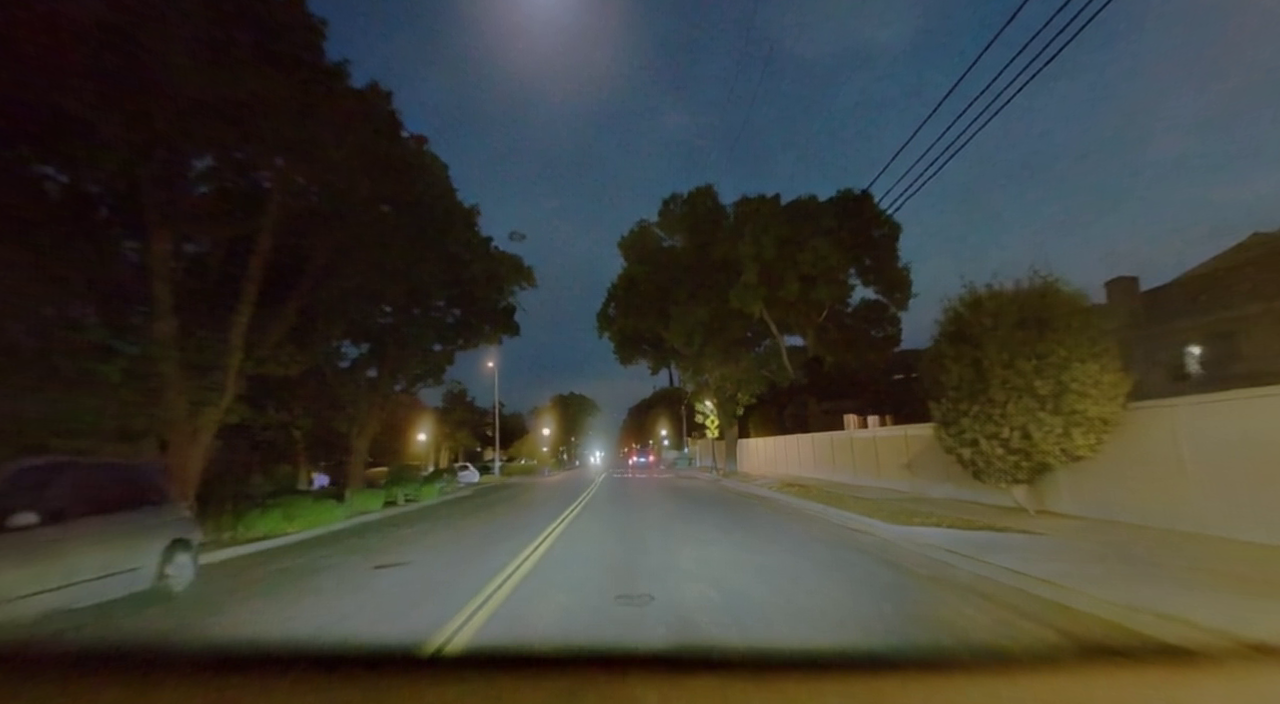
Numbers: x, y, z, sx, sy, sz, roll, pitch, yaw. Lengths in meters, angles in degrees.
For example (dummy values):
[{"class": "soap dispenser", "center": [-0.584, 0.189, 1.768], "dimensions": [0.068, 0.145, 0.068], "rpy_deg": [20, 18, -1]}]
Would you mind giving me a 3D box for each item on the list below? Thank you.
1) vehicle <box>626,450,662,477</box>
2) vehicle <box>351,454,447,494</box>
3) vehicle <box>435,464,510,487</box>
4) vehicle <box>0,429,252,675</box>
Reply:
[{"class": "vehicle", "center": [0.158, 6.695, 38.151], "dimensions": [2.022, 1.481, 4.050], "rpy_deg": [0, -9, -2]}, {"class": "vehicle", "center": [-16.508, 8.356, 43.457], "dimensions": [5.586, 2.532, 2.444], "rpy_deg": [-2, -9, 9]}, {"class": "vehicle", "center": [-11.918, 8.800, 45.080], "dimensions": [4.676, 1.484, 2.068], "rpy_deg": [-2, -9, 13]}, {"class": "vehicle", "center": [-5.790, 1.710, 5.621], "dimensions": [2.027, 1.803, 4.306], "rpy_deg": [-4, -9, -1]}]
